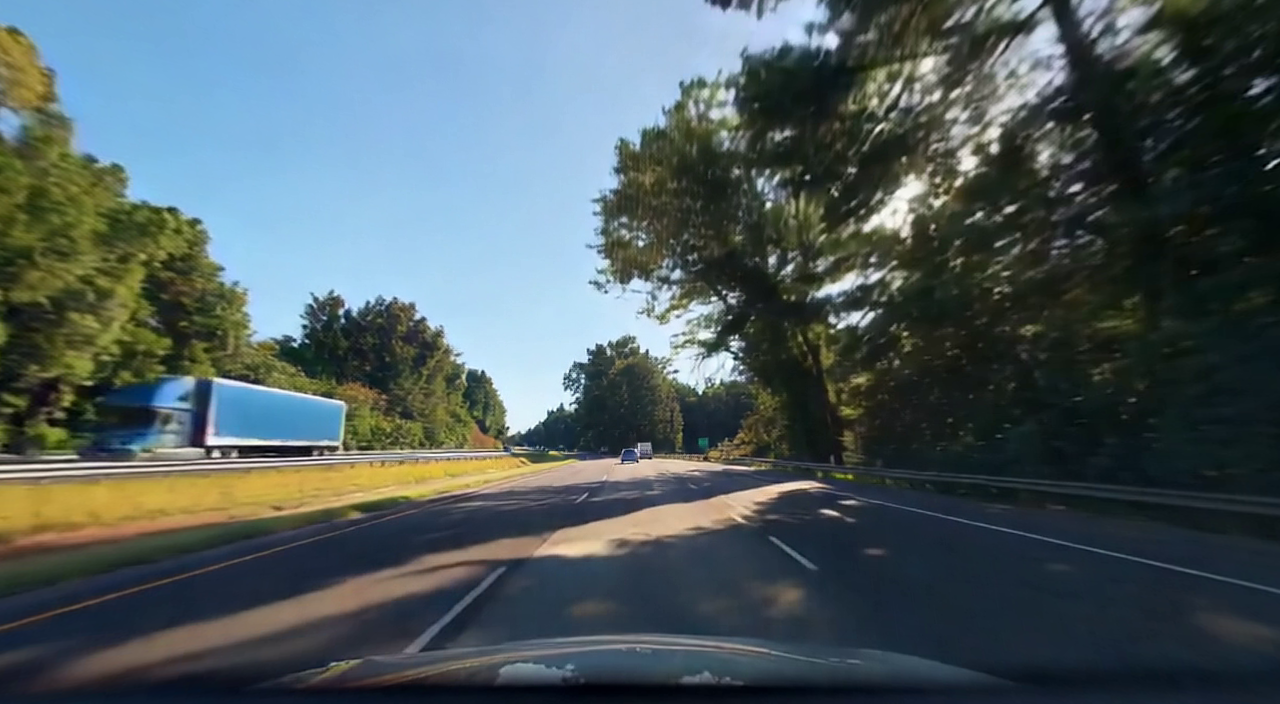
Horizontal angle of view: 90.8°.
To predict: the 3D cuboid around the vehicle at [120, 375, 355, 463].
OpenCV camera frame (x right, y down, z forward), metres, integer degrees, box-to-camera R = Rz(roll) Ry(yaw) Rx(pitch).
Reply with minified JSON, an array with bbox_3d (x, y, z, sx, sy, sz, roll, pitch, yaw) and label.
[{"bbox_3d":[-22.662,4.430,38.055,3.487,4.111,16.787,0,-9,-1],"label":"vehicle"}]
